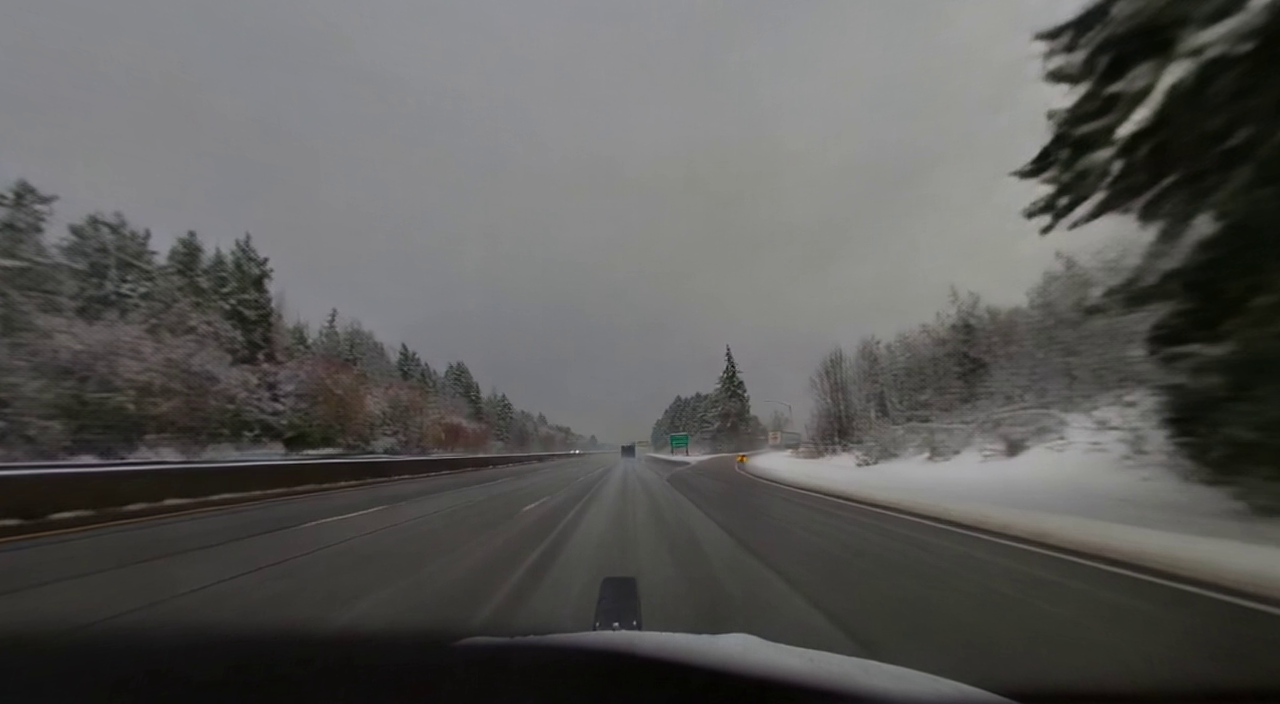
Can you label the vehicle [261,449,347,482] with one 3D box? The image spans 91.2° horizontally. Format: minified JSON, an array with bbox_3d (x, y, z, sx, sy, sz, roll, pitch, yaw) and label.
[{"bbox_3d":[-16.591,5.613,31.212,1.865,1.502,4.230,-1,-9,1],"label":"vehicle"}]
